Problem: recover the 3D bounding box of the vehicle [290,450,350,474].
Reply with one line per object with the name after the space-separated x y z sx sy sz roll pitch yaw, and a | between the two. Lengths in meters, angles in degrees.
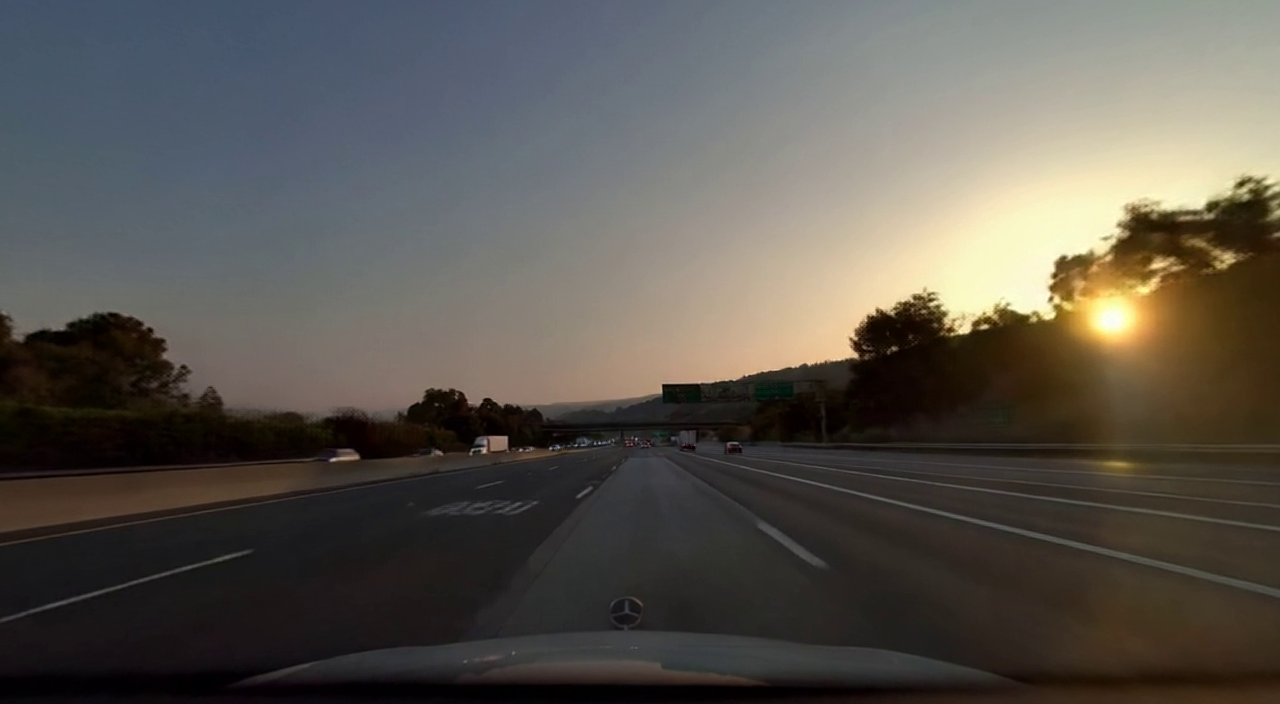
-24.273 8.314 48.012 1.960 1.684 4.780 0 -8 1 | vehicle
